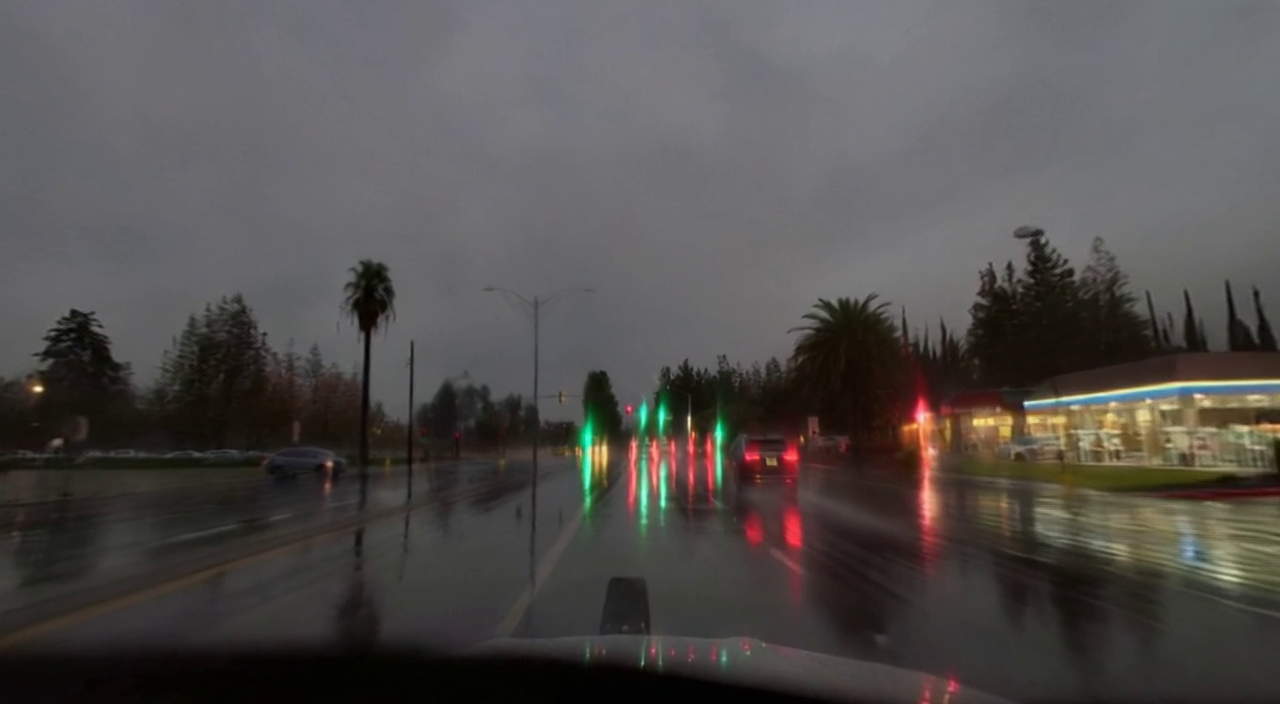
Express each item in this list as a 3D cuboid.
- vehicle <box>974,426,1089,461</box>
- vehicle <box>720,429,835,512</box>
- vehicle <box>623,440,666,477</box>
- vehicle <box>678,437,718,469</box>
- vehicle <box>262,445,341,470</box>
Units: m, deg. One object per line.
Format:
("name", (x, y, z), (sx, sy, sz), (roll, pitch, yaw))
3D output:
("vehicle", (21.558, 5.070, 34.859), (4.831, 1.816, 2.295), (0, -8, -2))
("vehicle", (3.213, 2.830, 15.583), (1.872, 1.752, 3.896), (0, -8, -1))
("vehicle", (0.229, 5.214, 31.112), (1.991, 1.664, 3.814), (0, -8, 0))
("vehicle", (3.775, 6.613, 41.668), (2.154, 1.975, 4.634), (0, -8, -1))
("vehicle", (-25.763, 7.995, 48.115), (2.124, 1.784, 4.803), (-7, -10, 37))
